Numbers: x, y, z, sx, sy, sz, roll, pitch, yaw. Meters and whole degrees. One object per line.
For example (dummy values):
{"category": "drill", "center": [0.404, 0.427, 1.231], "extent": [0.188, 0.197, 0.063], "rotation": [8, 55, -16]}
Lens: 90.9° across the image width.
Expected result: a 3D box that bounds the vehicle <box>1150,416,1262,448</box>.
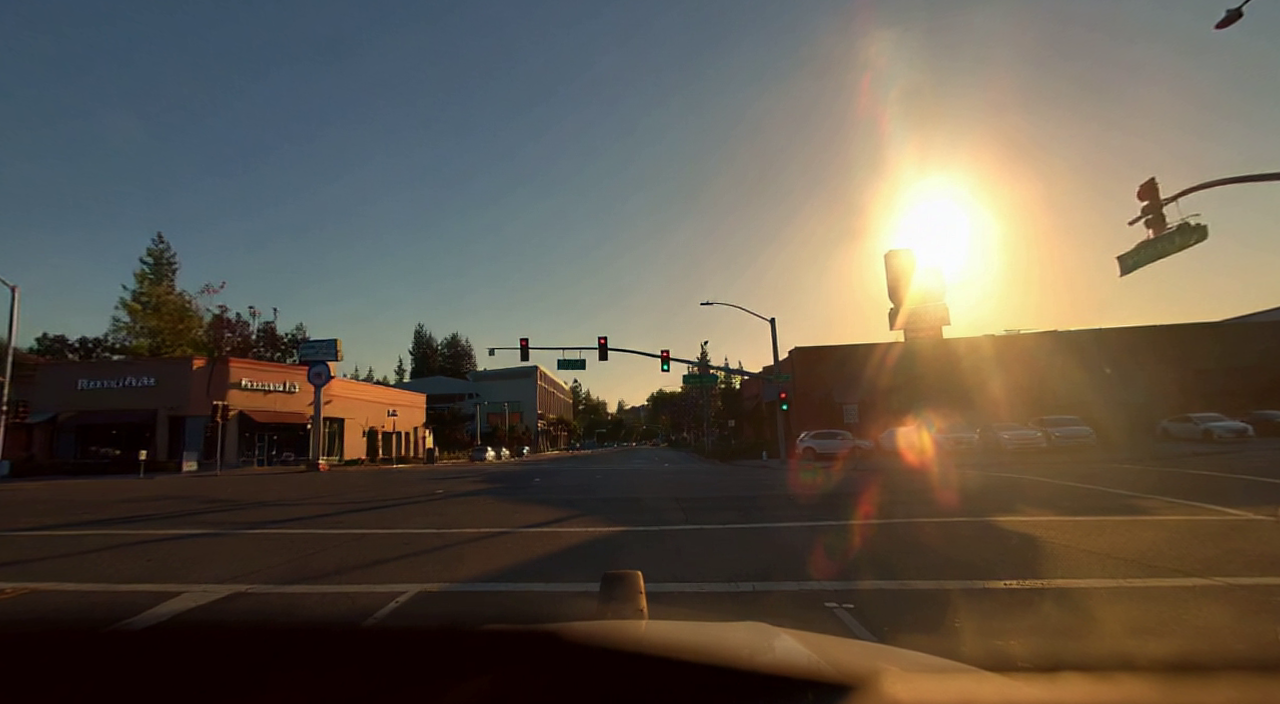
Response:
{"category": "vehicle", "center": [28.297, 4.073, 31.706], "extent": [1.799, 1.459, 4.266], "rotation": [0, -8, 3]}
